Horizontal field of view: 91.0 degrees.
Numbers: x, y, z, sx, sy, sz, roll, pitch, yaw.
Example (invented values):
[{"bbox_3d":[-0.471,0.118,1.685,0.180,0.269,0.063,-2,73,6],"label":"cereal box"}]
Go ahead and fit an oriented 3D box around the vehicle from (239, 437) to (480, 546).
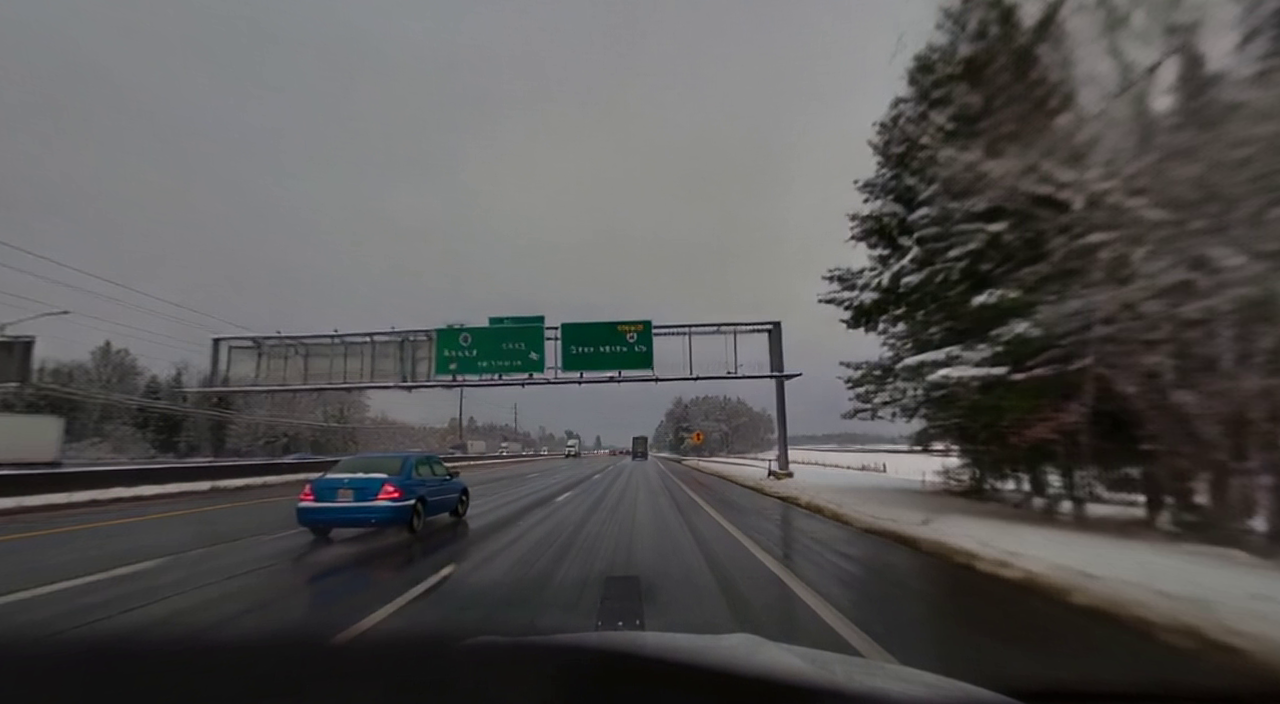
[{"bbox_3d":[-4.488,2.288,11.057,2.104,1.501,4.459,0,-9,1],"label":"vehicle"}]
